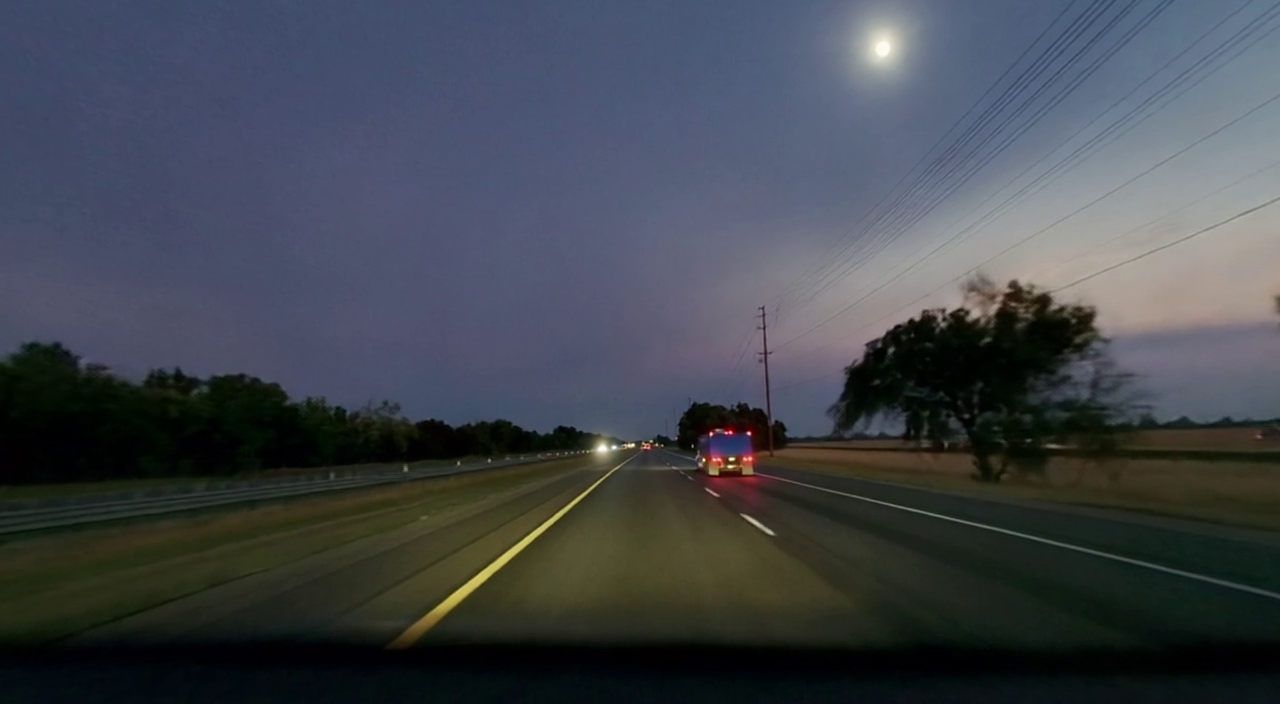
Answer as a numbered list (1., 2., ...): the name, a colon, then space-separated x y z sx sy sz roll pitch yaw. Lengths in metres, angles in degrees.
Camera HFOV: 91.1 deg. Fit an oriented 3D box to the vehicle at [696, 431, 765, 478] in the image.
1. vehicle: 3.857 4.516 27.850 2.228 1.852 5.449 0 -8 -1
